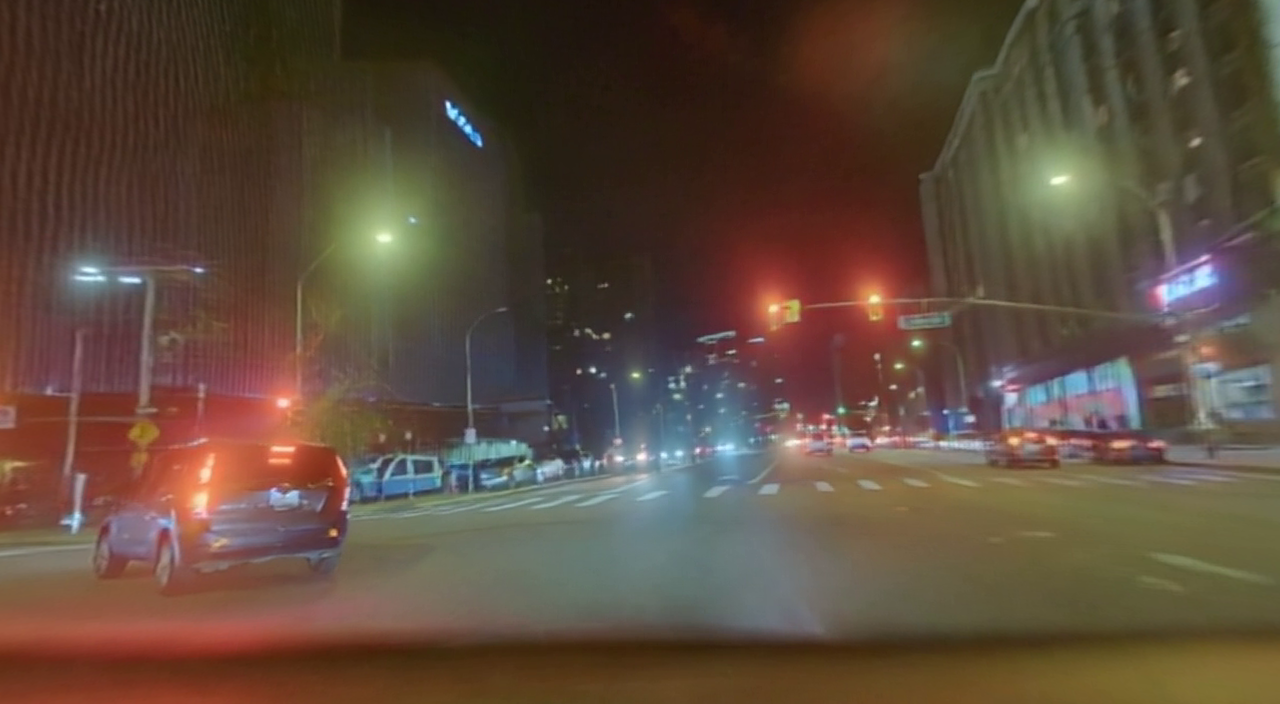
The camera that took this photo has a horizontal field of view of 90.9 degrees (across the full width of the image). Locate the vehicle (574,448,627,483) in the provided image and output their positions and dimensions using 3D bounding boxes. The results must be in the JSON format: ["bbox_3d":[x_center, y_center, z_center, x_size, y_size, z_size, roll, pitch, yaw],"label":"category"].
[{"bbox_3d":[-1.964,5.750,32.297,1.760,1.491,3.722,0,-7,11],"label":"vehicle"}]

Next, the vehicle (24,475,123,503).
[{"bbox_3d":[-34.936,8.445,38.923,4.671,1.547,1.907,-2,-9,9],"label":"vehicle"}]

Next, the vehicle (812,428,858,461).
[{"bbox_3d":[12.224,5.844,39.840,2.115,1.932,5.189,-2,-9,10],"label":"vehicle"}]

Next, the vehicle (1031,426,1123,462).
[{"bbox_3d":[20.455,4.400,29.738,1.798,1.431,4.429,-7,-11,11],"label":"vehicle"}]

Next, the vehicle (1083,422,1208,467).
[{"bbox_3d":[19.519,3.662,24.636,1.746,1.446,4.475,-7,-11,10],"label":"vehicle"}]

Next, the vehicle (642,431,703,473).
[{"bbox_3d":[1.872,5.363,33.780,2.428,2.035,5.636,-2,-9,11],"label":"vehicle"}]

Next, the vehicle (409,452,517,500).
[{"bbox_3d":[-6.931,4.899,25.433,1.993,1.708,5.219,-2,-9,11],"label":"vehicle"}]

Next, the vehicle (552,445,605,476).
[{"bbox_3d":[-3.915,7.047,41.155,2.176,1.835,4.648,-2,-9,11],"label":"vehicle"}]

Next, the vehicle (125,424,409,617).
[{"bbox_3d":[-5.287,2.028,8.655,2.157,1.863,4.665,8,-12,-44],"label":"vehicle"}]

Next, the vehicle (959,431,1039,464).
[{"bbox_3d":[16.979,4.582,30.103,1.863,1.426,4.494,-2,-9,11],"label":"vehicle"}]
